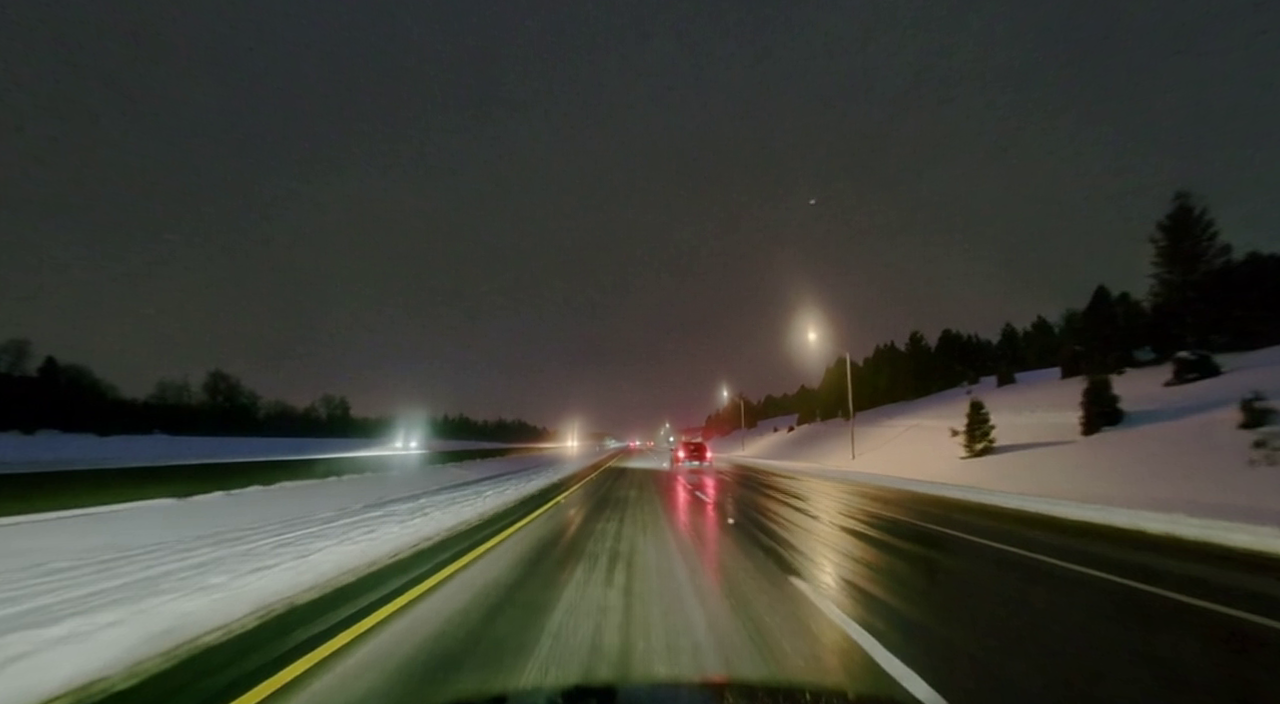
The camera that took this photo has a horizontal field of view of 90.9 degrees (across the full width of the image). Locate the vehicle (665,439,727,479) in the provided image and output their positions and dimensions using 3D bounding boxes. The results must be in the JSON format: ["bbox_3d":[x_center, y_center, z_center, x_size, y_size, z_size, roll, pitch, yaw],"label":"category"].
[{"bbox_3d":[2.199,4.357,25.949,1.991,1.475,4.302,0,-8,-2],"label":"vehicle"}]
